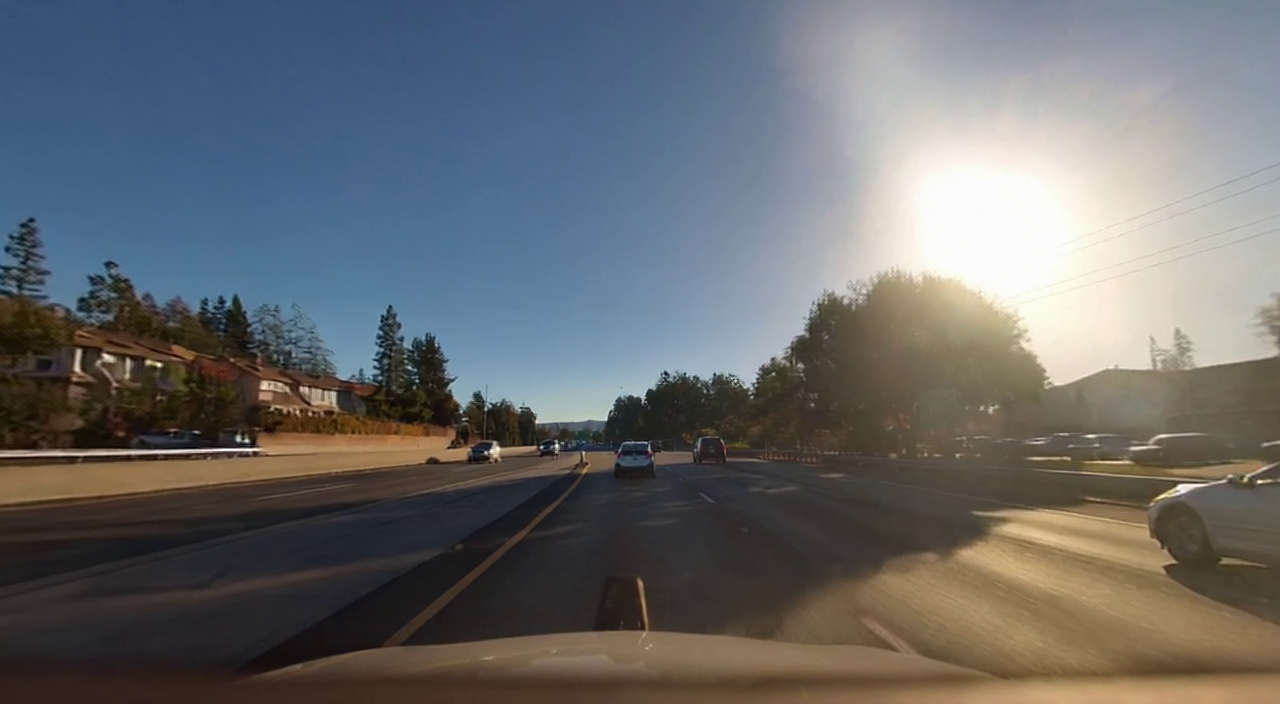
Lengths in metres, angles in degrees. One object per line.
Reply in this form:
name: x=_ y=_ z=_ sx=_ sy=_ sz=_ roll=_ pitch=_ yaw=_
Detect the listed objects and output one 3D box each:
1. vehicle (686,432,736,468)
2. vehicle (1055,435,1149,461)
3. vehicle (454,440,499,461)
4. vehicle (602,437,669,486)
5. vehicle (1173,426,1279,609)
vehicle: x=3.888 y=5.463 z=35.278 sx=2.186 sy=1.842 sz=4.553 roll=0 pitch=-9 yaw=-1
vehicle: x=31.564 y=6.535 z=43.329 sx=1.991 sy=1.653 sz=4.785 roll=4 pitch=-9 yaw=-23
vehicle: x=-12.076 y=7.315 z=47.017 sx=2.042 sy=1.502 sz=4.626 roll=0 pitch=-9 yaw=1
vehicle: x=-0.122 y=3.616 z=21.118 sx=2.040 sy=1.451 sz=3.736 roll=0 pitch=-9 yaw=1
vehicle: x=6.403 y=1.126 z=3.684 sx=2.434 sy=1.467 sz=4.726 roll=0 pitch=-9 yaw=0
